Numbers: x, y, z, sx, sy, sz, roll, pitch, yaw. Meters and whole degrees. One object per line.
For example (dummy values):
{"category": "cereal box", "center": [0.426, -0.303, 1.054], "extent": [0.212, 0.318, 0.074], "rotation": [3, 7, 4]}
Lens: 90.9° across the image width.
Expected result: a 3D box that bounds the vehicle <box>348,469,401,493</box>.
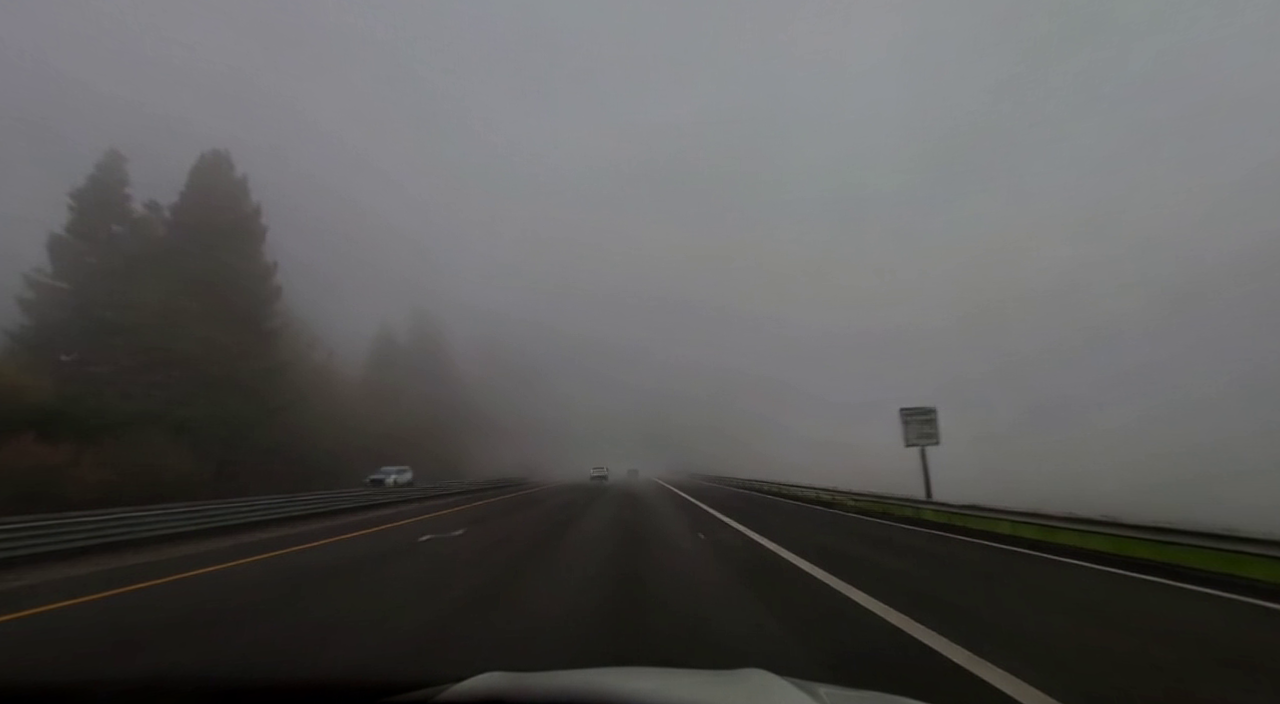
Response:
{"category": "vehicle", "center": [-17.197, 8.351, 41.004], "extent": [1.765, 1.429, 3.838], "rotation": [1, -10, 0]}
